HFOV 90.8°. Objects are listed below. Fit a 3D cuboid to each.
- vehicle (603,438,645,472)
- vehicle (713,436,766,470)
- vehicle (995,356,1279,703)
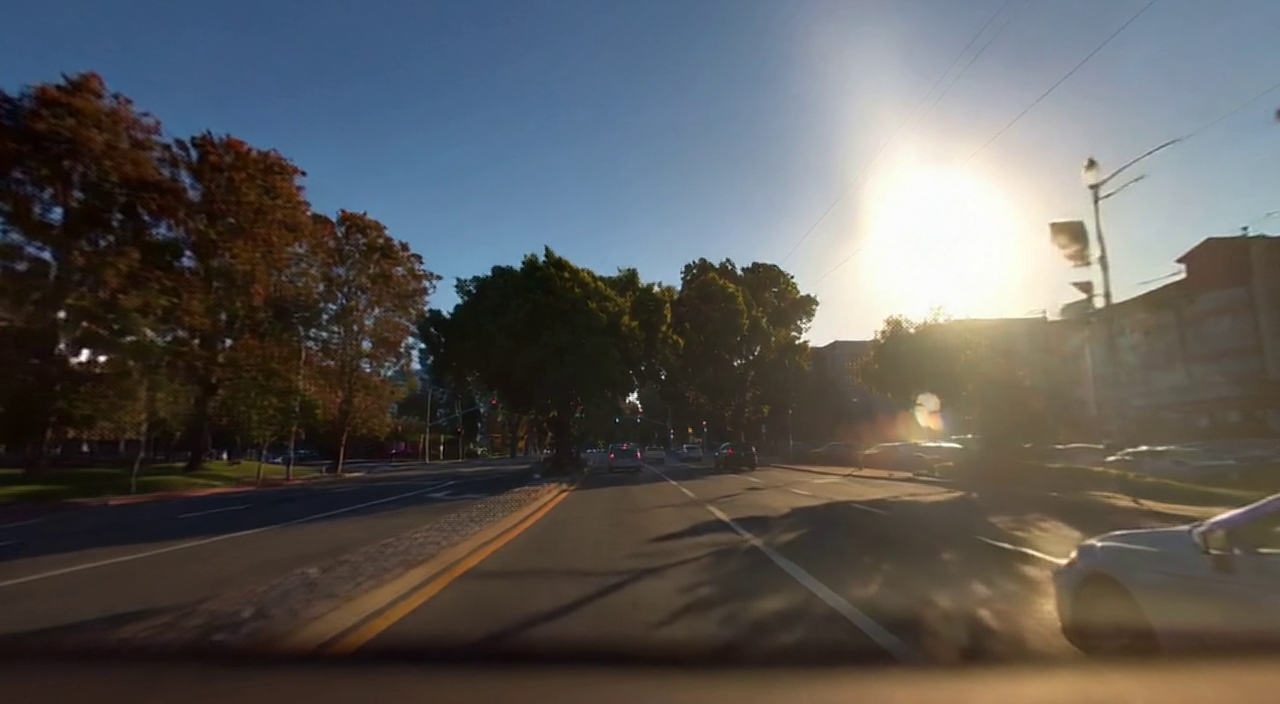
[{"bbox_3d":[-0.914,5.497,33.879,2.101,1.641,4.341,0,-9,-3],"label":"vehicle"},{"bbox_3d":[6.008,6.154,38.709,2.052,1.886,5.297,0,-9,-4],"label":"vehicle"},{"bbox_3d":[3.478,0.779,2.018,1.893,1.664,4.670,0,-9,-1],"label":"vehicle"}]
